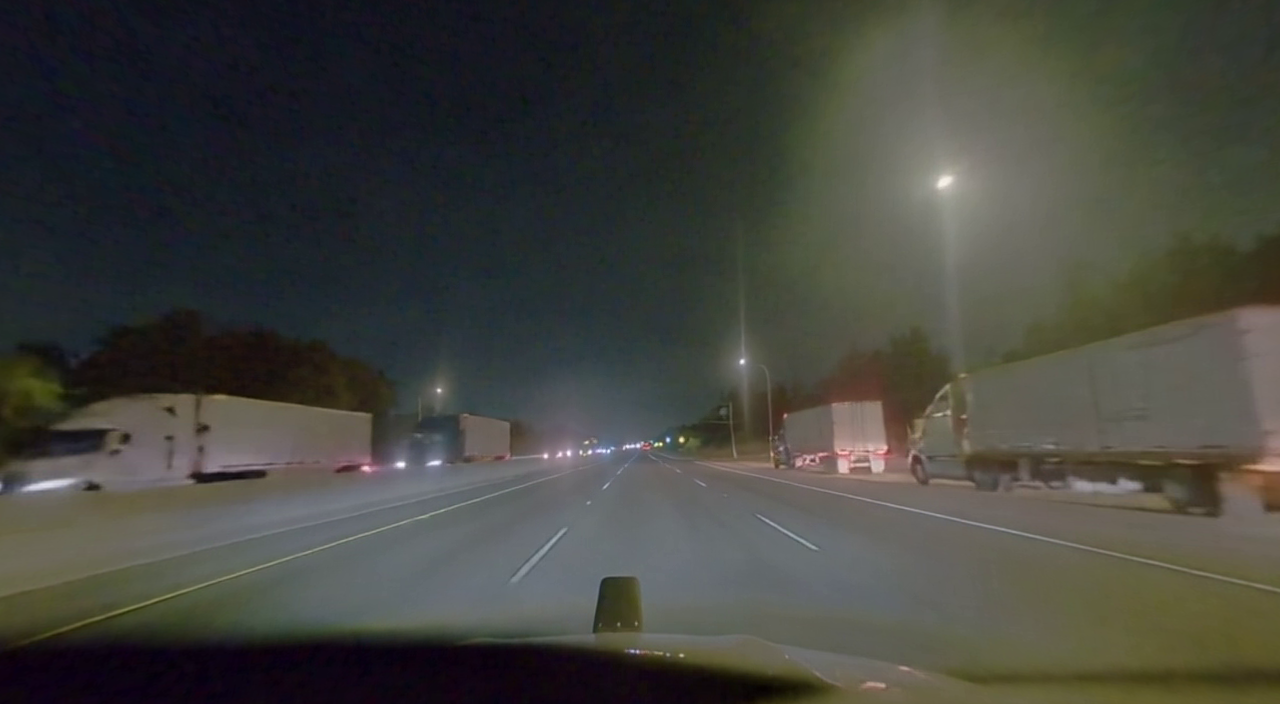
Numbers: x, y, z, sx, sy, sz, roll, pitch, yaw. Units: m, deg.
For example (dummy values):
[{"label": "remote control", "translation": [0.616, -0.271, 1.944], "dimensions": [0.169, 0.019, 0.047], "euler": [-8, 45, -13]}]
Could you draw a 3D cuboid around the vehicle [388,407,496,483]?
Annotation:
[{"label": "vehicle", "translation": [-11.517, 5.675, 38.018], "dimensions": [3.029, 3.881, 10.922], "euler": [0, -9, 0]}]

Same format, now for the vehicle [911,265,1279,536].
[{"label": "vehicle", "translation": [11.058, 1.526, 14.614], "dimensions": [2.850, 4.038, 14.497], "euler": [0, -9, -1]}]

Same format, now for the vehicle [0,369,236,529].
[{"label": "vehicle", "translation": [-15.566, 2.852, 18.640], "dimensions": [2.996, 3.975, 5.840], "euler": [-1, -9, 0]}]

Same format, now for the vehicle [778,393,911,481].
[{"label": "vehicle", "translation": [10.998, 5.015, 36.063], "dimensions": [2.911, 4.067, 13.916], "euler": [-1, -9, 0]}]
